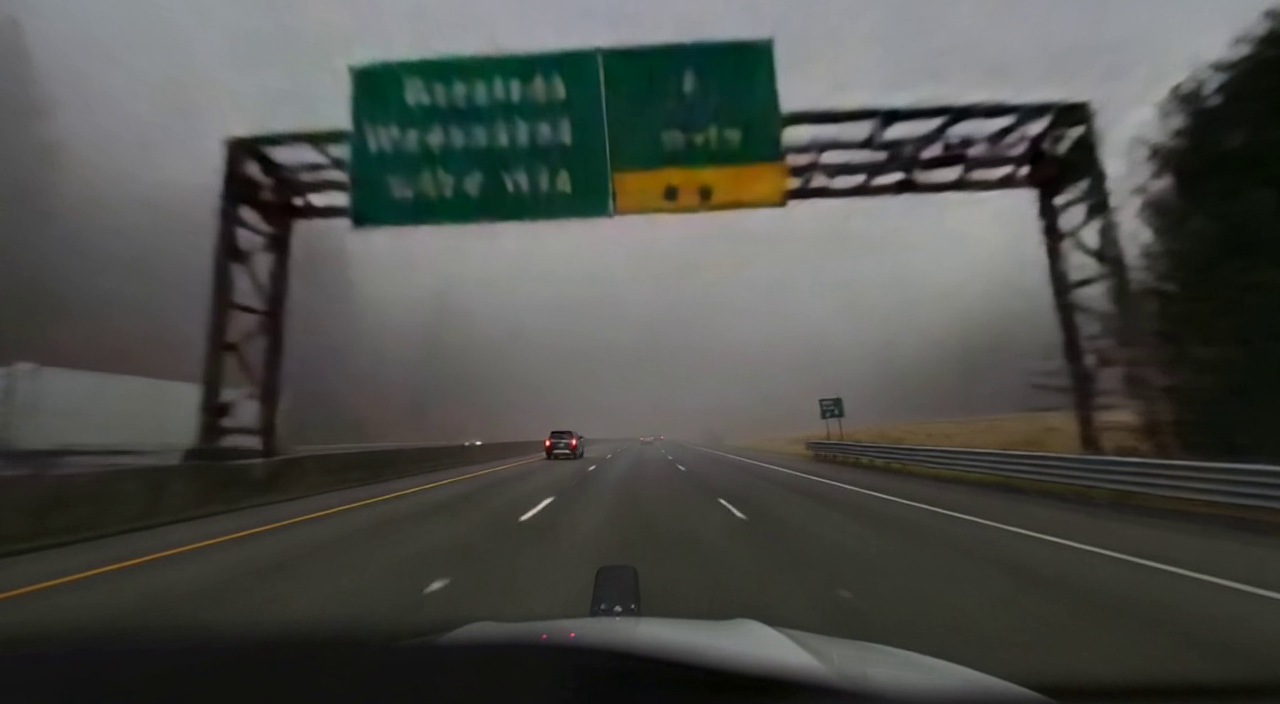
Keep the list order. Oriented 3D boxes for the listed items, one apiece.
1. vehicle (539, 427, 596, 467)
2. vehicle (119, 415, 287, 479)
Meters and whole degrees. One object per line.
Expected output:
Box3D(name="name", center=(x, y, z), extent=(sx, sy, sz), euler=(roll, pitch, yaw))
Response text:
Box3D(name="vehicle", center=(-3.221, 4.298, 28.686), extent=(2.084, 1.654, 4.080), euler=(0, -8, 0))
Box3D(name="vehicle", center=(-16.591, 3.640, 24.501), extent=(2.299, 2.146, 5.917), euler=(0, -8, 0))
